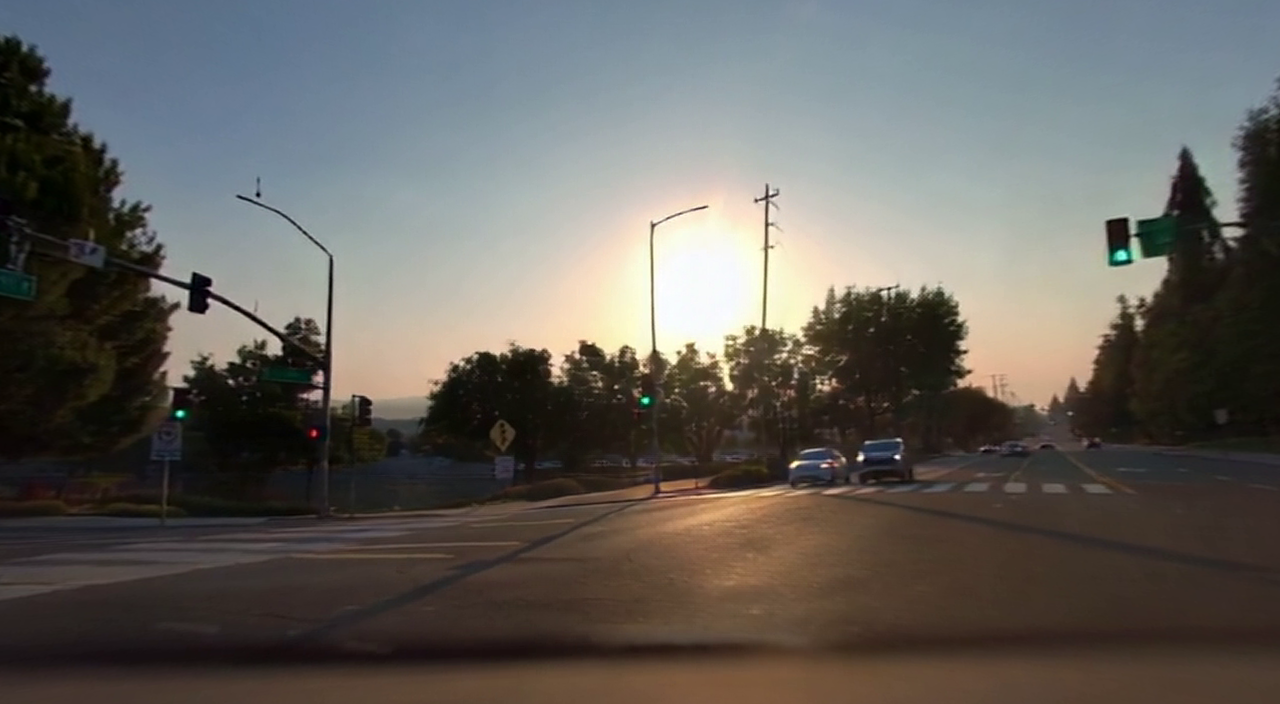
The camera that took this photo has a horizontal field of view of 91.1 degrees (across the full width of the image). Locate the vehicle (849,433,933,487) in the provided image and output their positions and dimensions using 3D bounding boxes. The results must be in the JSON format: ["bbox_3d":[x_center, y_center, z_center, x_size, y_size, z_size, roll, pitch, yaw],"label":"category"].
[{"bbox_3d":[9.053,3.811,22.429,2.090,1.697,4.341,-5,-10,29],"label":"vehicle"}]

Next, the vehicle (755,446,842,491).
[{"bbox_3d":[6.032,4.288,23.517,2.029,1.504,4.293,-5,-10,29],"label":"vehicle"}]
